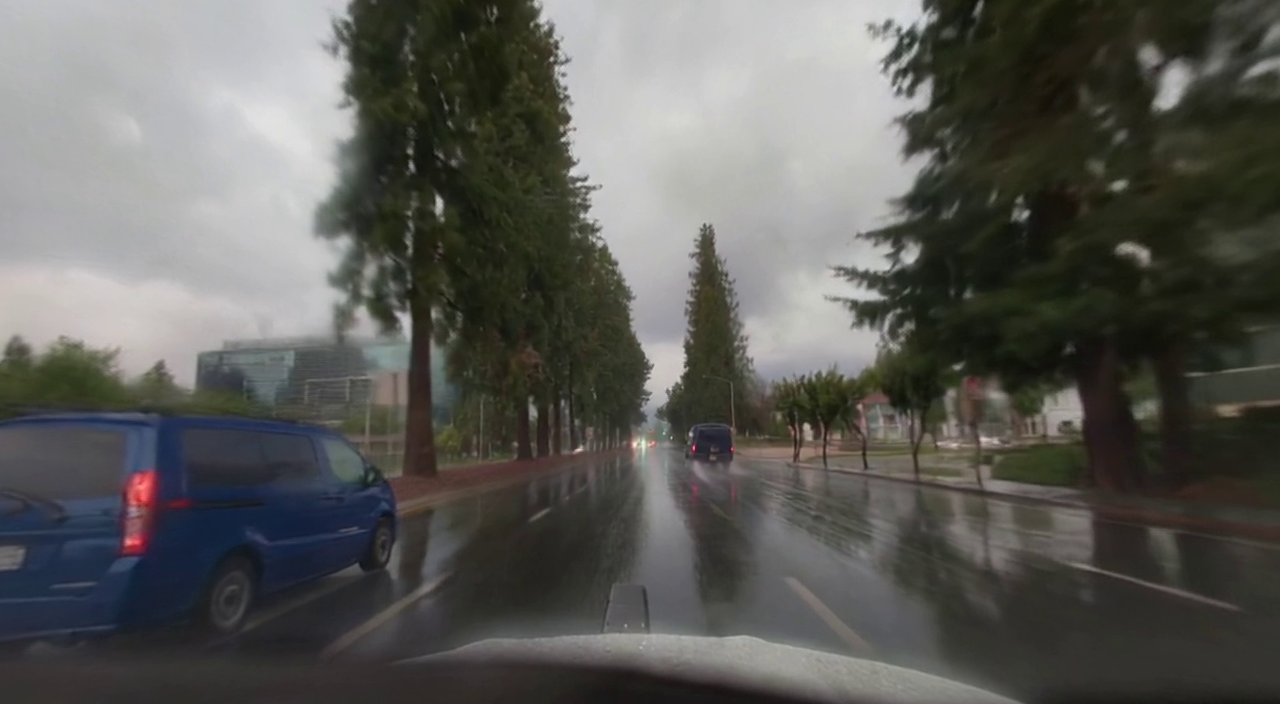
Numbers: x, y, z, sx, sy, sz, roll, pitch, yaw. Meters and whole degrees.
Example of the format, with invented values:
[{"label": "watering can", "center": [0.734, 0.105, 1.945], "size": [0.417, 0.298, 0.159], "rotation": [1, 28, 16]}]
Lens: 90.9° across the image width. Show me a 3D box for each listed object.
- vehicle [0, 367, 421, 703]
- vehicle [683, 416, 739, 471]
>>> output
[{"label": "vehicle", "center": [-3.547, 1.185, 4.636], "size": [2.129, 1.602, 4.532], "rotation": [0, -8, 2]}, {"label": "vehicle", "center": [3.704, 4.921, 33.916], "size": [2.349, 2.671, 5.744], "rotation": [0, -8, 0]}]
